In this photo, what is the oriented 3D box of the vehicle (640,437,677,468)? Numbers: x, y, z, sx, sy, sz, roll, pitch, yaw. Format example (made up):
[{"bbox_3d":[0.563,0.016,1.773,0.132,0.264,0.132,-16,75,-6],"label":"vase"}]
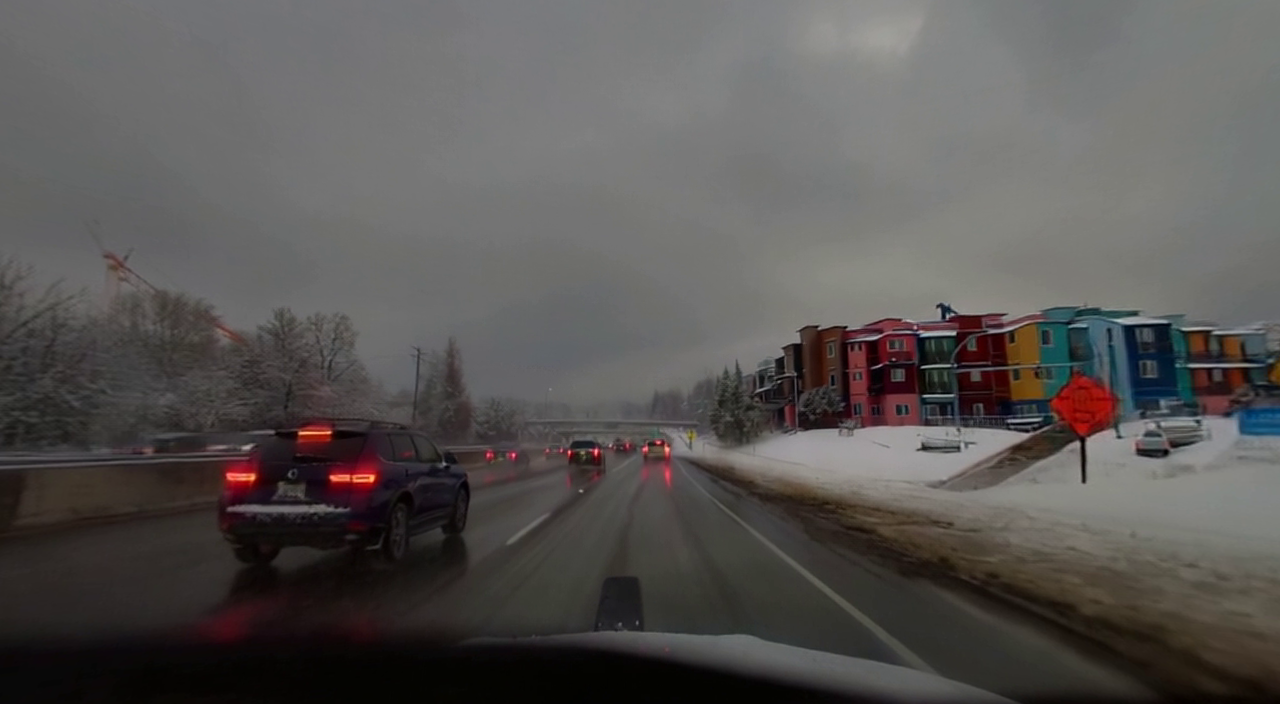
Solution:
[{"bbox_3d":[1.126,6.209,38.934,2.116,1.763,4.352,0,-8,1],"label":"vehicle"}]

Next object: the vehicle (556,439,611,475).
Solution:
[{"bbox_3d":[-2.755,5.271,31.806,2.109,1.657,4.554,0,-8,4],"label":"vehicle"}]

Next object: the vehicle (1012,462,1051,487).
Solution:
[{"bbox_3d":[28.063,8.749,45.219,1.873,1.547,4.240,-4,-9,25],"label":"vehicle"}]

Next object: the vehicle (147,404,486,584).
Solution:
[{"bbox_3d":[-3.689,1.699,8.369,2.045,1.710,4.382,0,-8,2],"label":"vehicle"}]

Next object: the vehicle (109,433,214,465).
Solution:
[{"bbox_3d":[-26.516,5.396,35.169,1.878,1.670,4.803,0,-8,3],"label":"vehicle"}]

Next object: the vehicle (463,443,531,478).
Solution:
[{"bbox_3d":[-6.583,5.024,29.507,1.959,1.486,4.460,0,-8,2],"label":"vehicle"}]
